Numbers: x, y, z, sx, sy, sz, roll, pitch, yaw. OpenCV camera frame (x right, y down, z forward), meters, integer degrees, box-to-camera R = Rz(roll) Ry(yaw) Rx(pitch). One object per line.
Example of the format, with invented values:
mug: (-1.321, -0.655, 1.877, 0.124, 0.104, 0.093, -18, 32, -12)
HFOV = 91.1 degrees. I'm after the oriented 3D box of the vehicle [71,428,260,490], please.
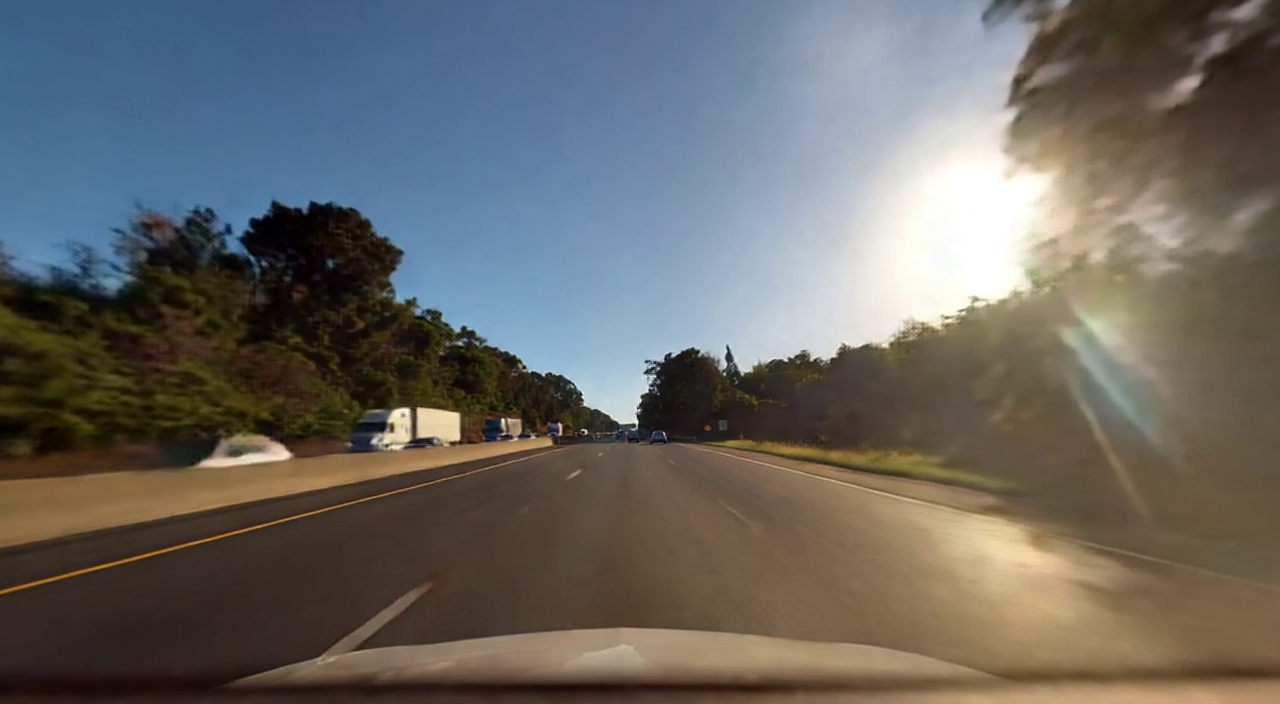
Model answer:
vehicle: (-12.833, 2.880, 17.444, 1.871, 1.479, 4.391, 0, -8, -1)
